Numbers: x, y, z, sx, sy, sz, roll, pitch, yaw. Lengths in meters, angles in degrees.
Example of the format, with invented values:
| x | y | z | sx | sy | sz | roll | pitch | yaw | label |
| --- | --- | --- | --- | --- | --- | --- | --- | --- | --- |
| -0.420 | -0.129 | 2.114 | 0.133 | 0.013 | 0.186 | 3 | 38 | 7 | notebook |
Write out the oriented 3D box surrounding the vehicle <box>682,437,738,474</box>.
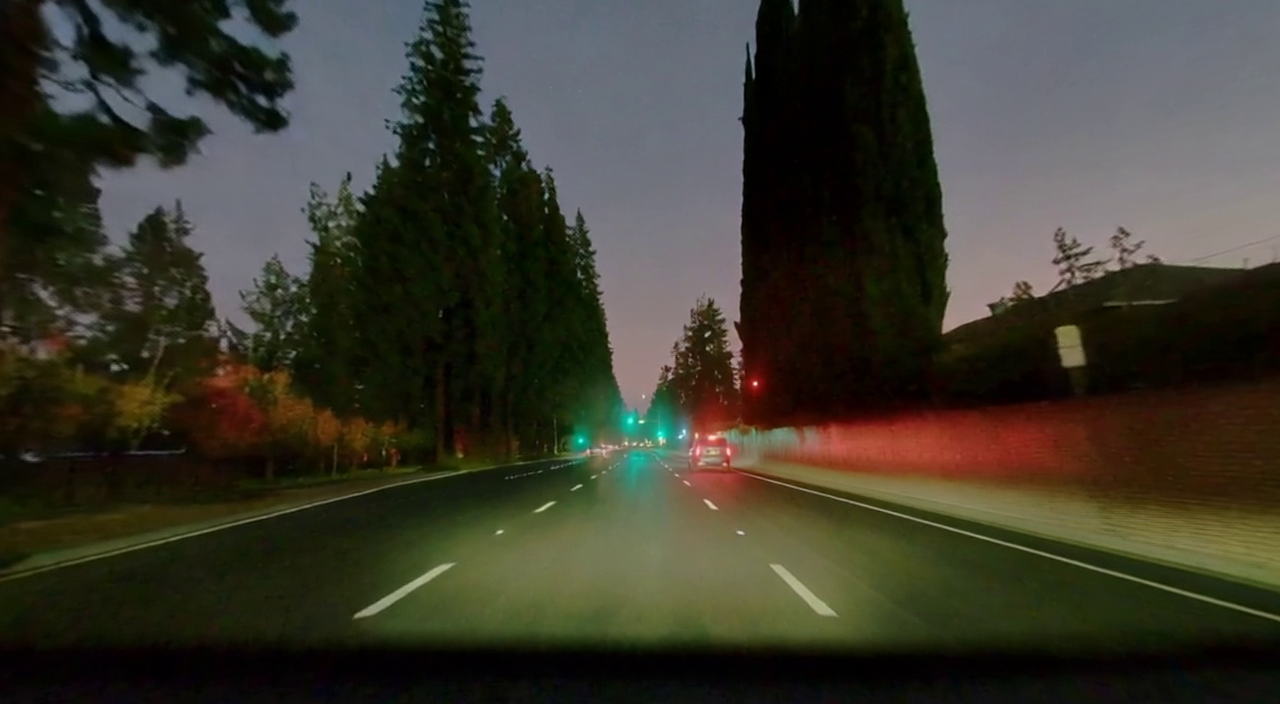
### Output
| x | y | z | sx | sy | sz | roll | pitch | yaw | label |
| --- | --- | --- | --- | --- | --- | --- | --- | --- | --- |
| 3.415 | 5.168 | 31.825 | 2.321 | 1.695 | 5.037 | 0 | -8 | 1 | vehicle |
